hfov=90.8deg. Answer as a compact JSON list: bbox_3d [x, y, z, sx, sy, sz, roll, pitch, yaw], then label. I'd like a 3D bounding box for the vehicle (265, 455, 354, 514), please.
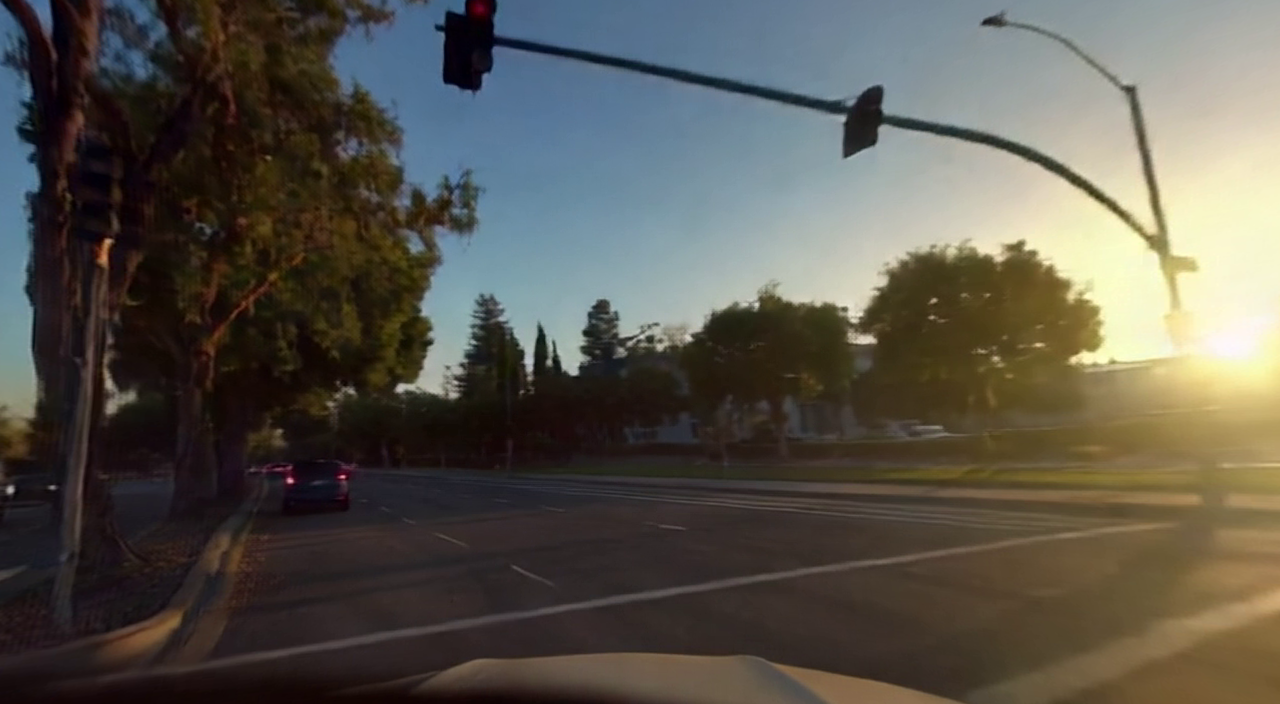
[{"bbox_3d":[-10.604,4.099,20.110,2.093,1.591,4.247,5,-10,-31],"label":"vehicle"}]

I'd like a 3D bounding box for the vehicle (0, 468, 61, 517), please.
[{"bbox_3d":[-28.460,6.344,28.722,2.043,1.894,4.603,5,-10,-30],"label":"vehicle"}]
